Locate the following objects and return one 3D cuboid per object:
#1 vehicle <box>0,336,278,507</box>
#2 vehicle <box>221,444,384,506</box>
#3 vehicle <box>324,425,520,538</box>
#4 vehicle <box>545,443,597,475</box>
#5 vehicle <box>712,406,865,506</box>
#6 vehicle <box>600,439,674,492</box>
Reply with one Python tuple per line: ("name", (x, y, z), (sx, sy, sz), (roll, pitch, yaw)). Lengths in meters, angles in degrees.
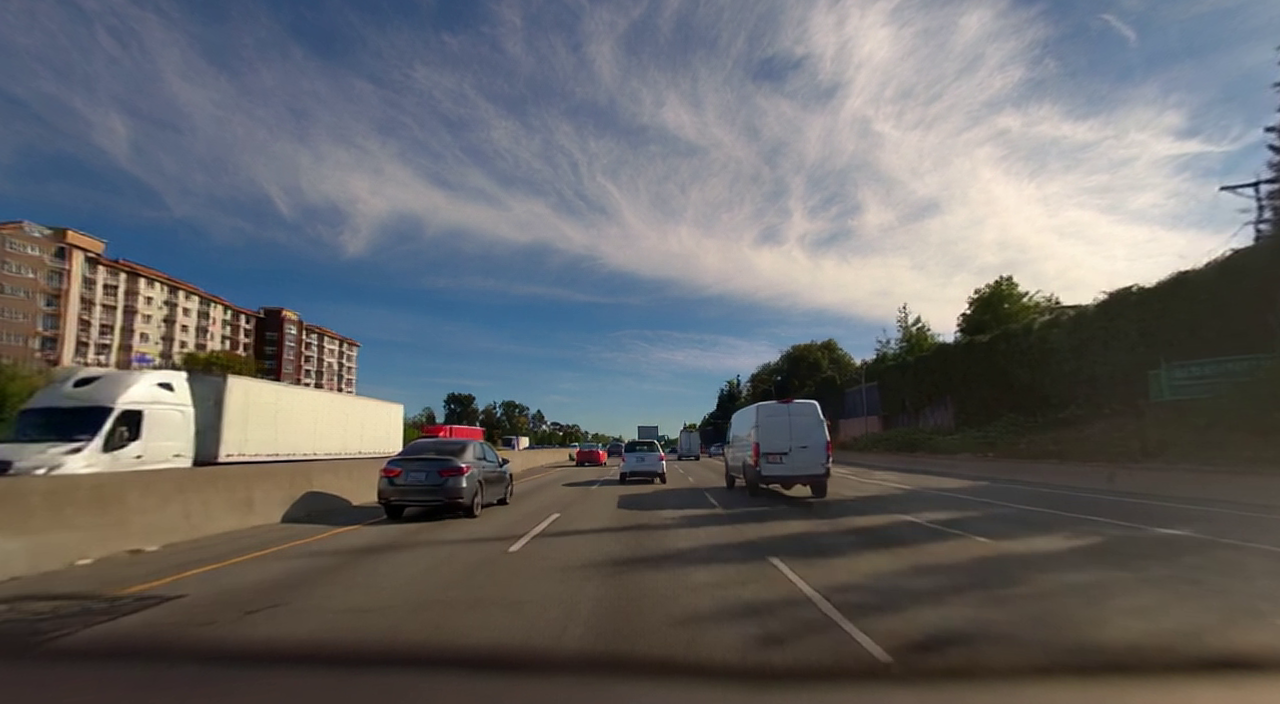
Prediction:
("vehicle", (-15.278, 2.270, 19.244), (3.043, 4.038, 8.794), (0, -9, 0))
("vehicle", (-9.044, 3.302, 17.416), (1.937, 1.450, 4.569), (0, -9, 0))
("vehicle", (-3.548, 2.197, 11.255), (1.956, 1.602, 4.258), (0, -9, 0))
("vehicle", (-3.344, 5.277, 31.252), (2.062, 1.459, 4.365), (0, -9, 0))
("vehicle", (3.455, 2.608, 16.119), (2.460, 2.086, 5.576), (0, -9, -1))
("vehicle", (-0.101, 3.488, 19.691), (2.053, 1.461, 3.941), (0, -9, 0))
